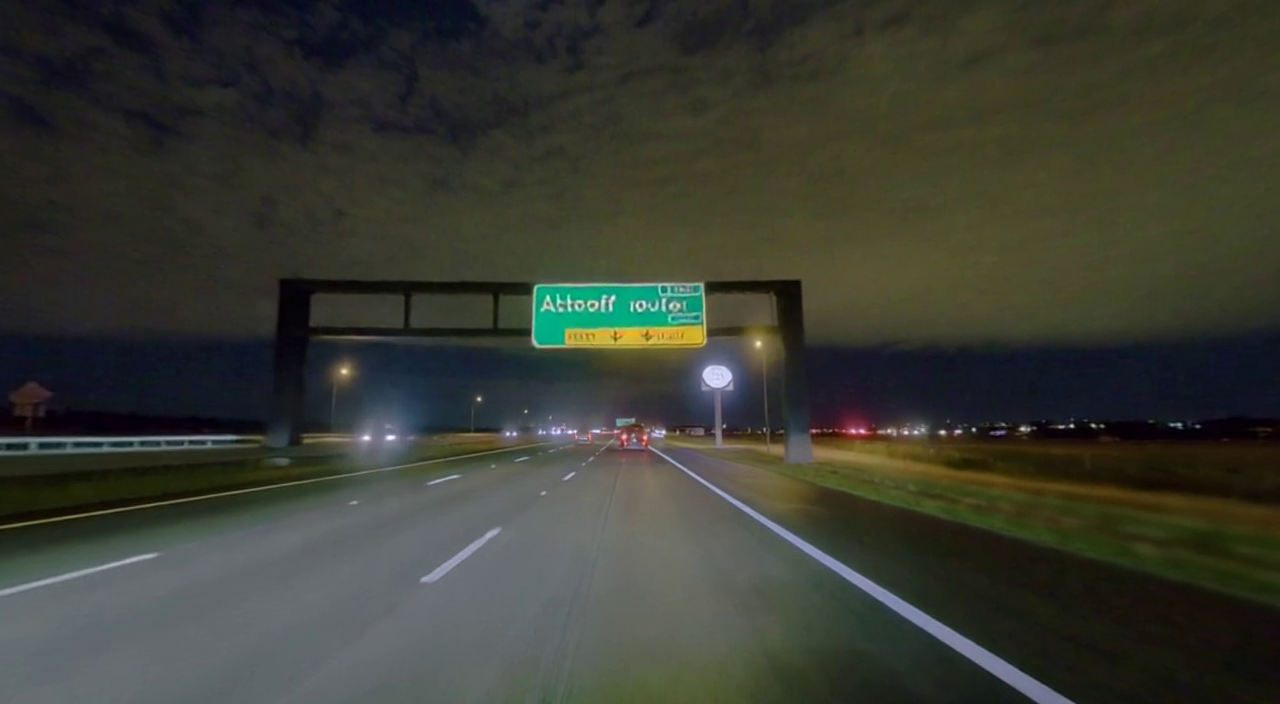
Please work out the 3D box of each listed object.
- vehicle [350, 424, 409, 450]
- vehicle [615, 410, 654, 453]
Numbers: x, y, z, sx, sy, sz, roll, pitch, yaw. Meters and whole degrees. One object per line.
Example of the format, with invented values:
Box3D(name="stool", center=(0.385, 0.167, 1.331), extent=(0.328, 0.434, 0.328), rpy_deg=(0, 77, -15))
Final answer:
Box3D(name="vehicle", center=(-15.684, 5.144, 38.055), extent=(1.900, 1.447, 3.883), rpy_deg=(0, -8, -1))
Box3D(name="vehicle", center=(-0.475, 5.549, 43.636), extent=(2.418, 2.704, 6.445), rpy_deg=(0, -8, -2))
